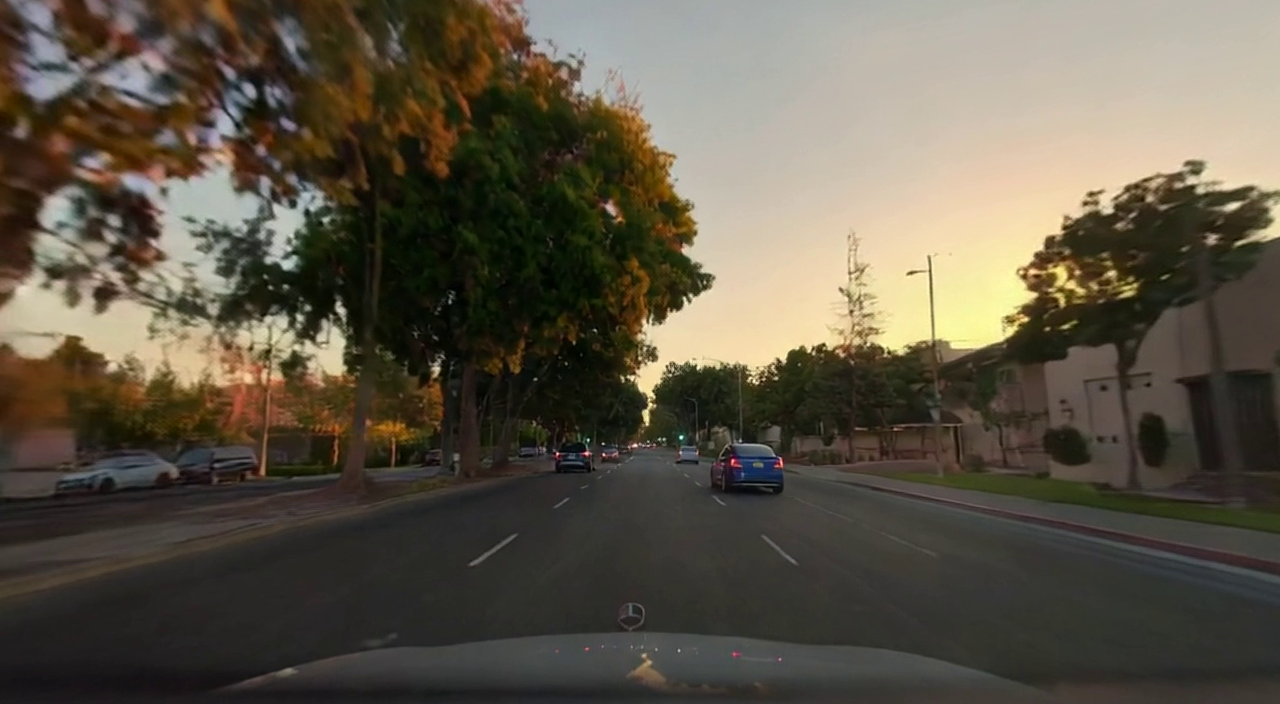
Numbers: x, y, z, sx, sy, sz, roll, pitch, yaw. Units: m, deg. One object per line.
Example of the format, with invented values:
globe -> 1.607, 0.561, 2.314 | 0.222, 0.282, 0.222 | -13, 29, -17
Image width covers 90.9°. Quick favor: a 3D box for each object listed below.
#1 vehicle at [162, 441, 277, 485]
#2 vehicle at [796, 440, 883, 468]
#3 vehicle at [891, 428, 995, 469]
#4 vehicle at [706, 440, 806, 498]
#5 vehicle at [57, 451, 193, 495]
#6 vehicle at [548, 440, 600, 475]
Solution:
vehicle -> -22.259, 5.871, 33.707 | 2.255, 2.117, 5.319 | -1, -8, 3
vehicle -> 13.962, 7.148, 44.290 | 5.342, 1.867, 2.147 | 1, -8, -7
vehicle -> 16.794, 5.369, 35.344 | 2.160, 2.093, 5.795 | 1, -8, -10
vehicle -> 3.227, 3.343, 18.524 | 2.083, 1.474, 4.360 | 0, -8, -1
vehicle -> -22.267, 5.227, 27.567 | 1.887, 1.669, 4.753 | 0, -8, 1
vehicle -> -3.254, 5.315, 32.079 | 2.113, 1.626, 4.129 | 0, -8, 1
